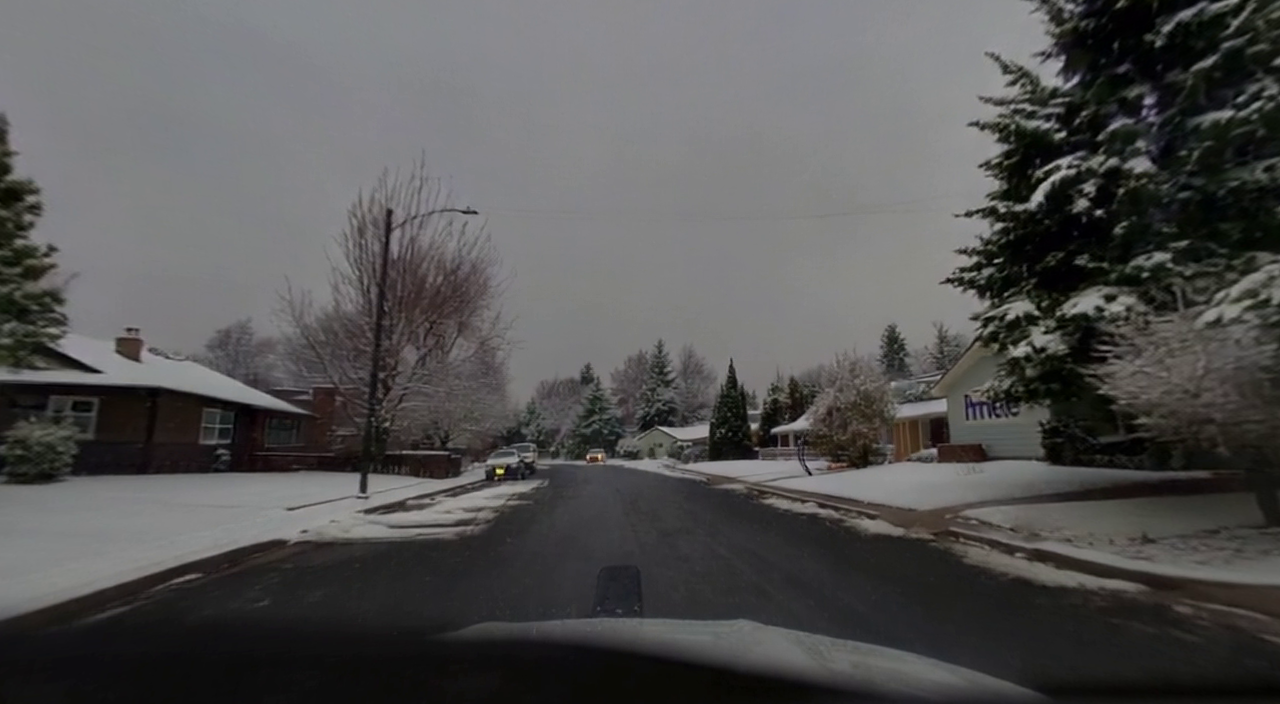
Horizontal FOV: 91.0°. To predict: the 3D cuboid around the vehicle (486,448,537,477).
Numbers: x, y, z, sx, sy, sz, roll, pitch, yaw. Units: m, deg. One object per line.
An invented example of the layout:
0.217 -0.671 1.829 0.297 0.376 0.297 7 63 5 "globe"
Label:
-6.728 5.801 33.262 2.017 1.397 4.004 1 -9 -3 "vehicle"
